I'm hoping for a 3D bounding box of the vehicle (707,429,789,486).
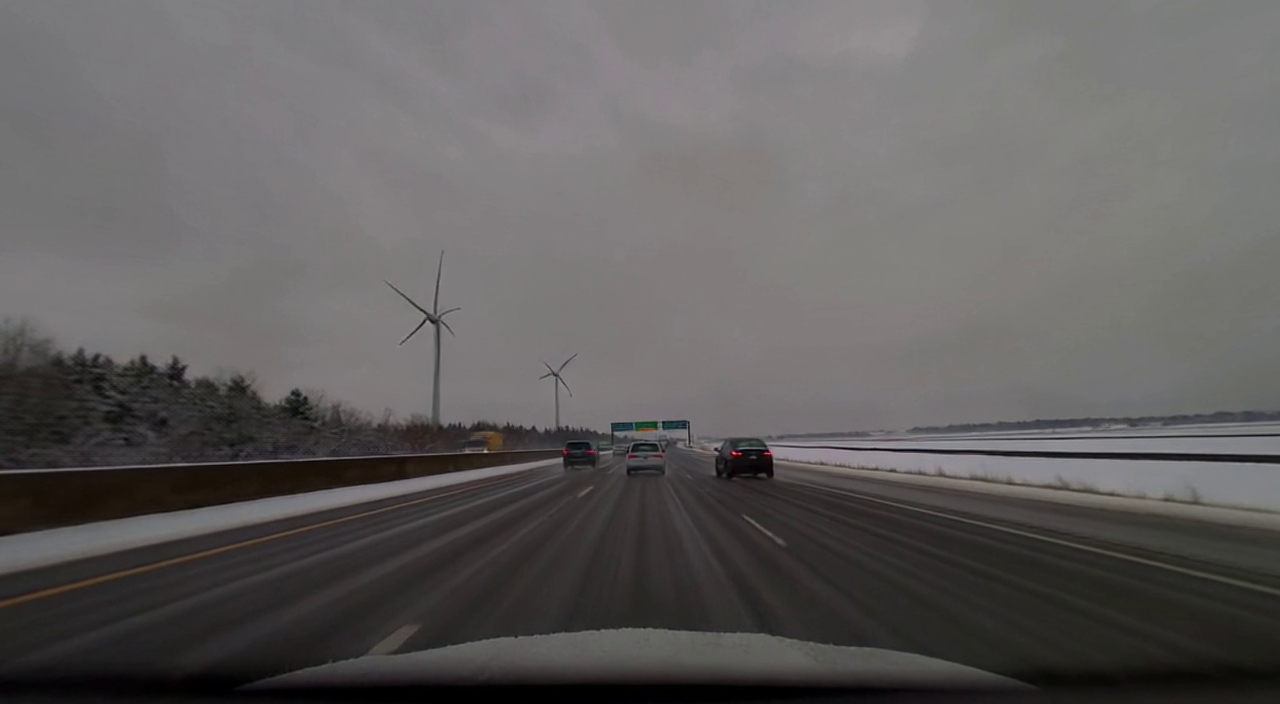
[{"bbox_3d":[3.824,3.863,23.309,2.104,1.861,4.956,0,-9,-1],"label":"vehicle"}]

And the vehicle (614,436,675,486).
[{"bbox_3d":[0.146,4.002,23.303,2.083,1.653,3.787,0,-9,0],"label":"vehicle"}]

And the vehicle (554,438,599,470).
[{"bbox_3d":[-3.757,6.188,38.225,2.131,1.784,4.635,0,-9,1],"label":"vehicle"}]
